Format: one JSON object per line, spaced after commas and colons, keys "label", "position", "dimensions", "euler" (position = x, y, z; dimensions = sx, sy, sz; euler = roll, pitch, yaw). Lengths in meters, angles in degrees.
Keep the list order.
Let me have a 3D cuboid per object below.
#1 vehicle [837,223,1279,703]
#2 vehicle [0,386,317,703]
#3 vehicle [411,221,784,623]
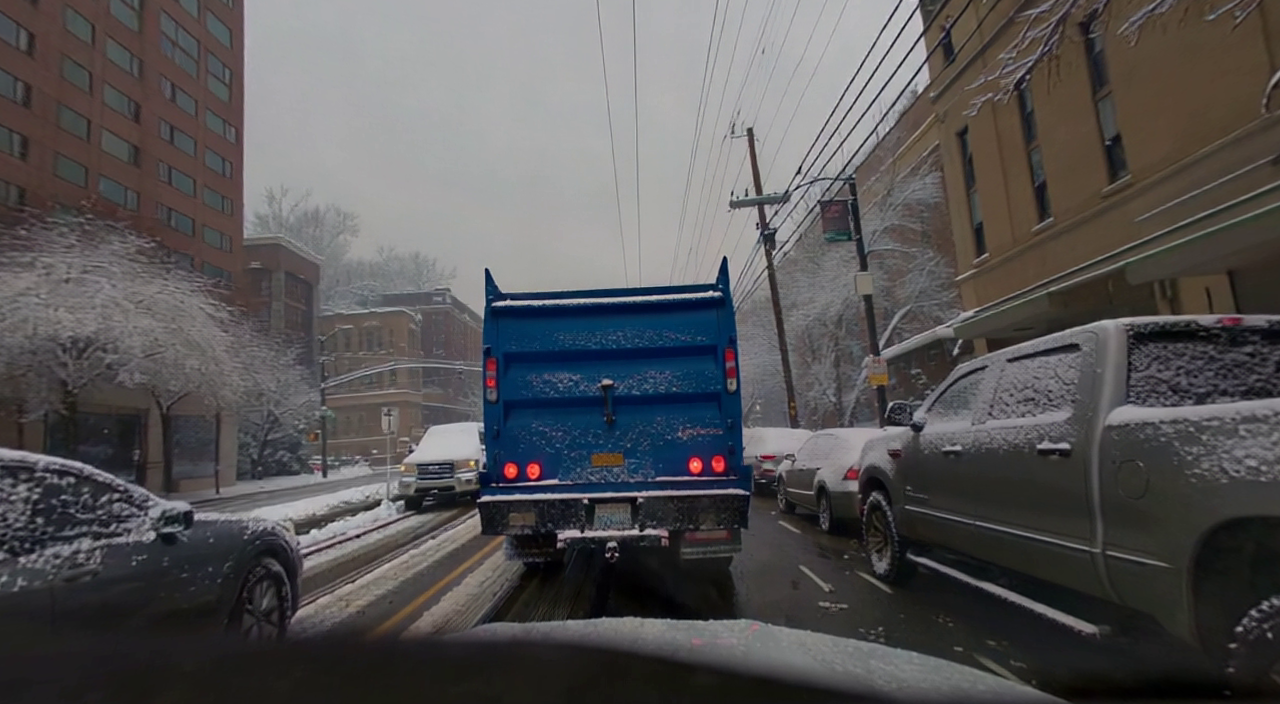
{"label": "vehicle", "position": [3.237, 0.844, 3.869], "dimensions": [2.242, 1.979, 5.722], "euler": [0, -8, 0]}
{"label": "vehicle", "position": [-4.121, 1.107, 3.770], "dimensions": [1.988, 1.657, 4.492], "euler": [0, -8, 0]}
{"label": "vehicle", "position": [-0.229, 1.099, 9.170], "dimensions": [2.878, 3.204, 8.244], "euler": [0, -8, 2]}
